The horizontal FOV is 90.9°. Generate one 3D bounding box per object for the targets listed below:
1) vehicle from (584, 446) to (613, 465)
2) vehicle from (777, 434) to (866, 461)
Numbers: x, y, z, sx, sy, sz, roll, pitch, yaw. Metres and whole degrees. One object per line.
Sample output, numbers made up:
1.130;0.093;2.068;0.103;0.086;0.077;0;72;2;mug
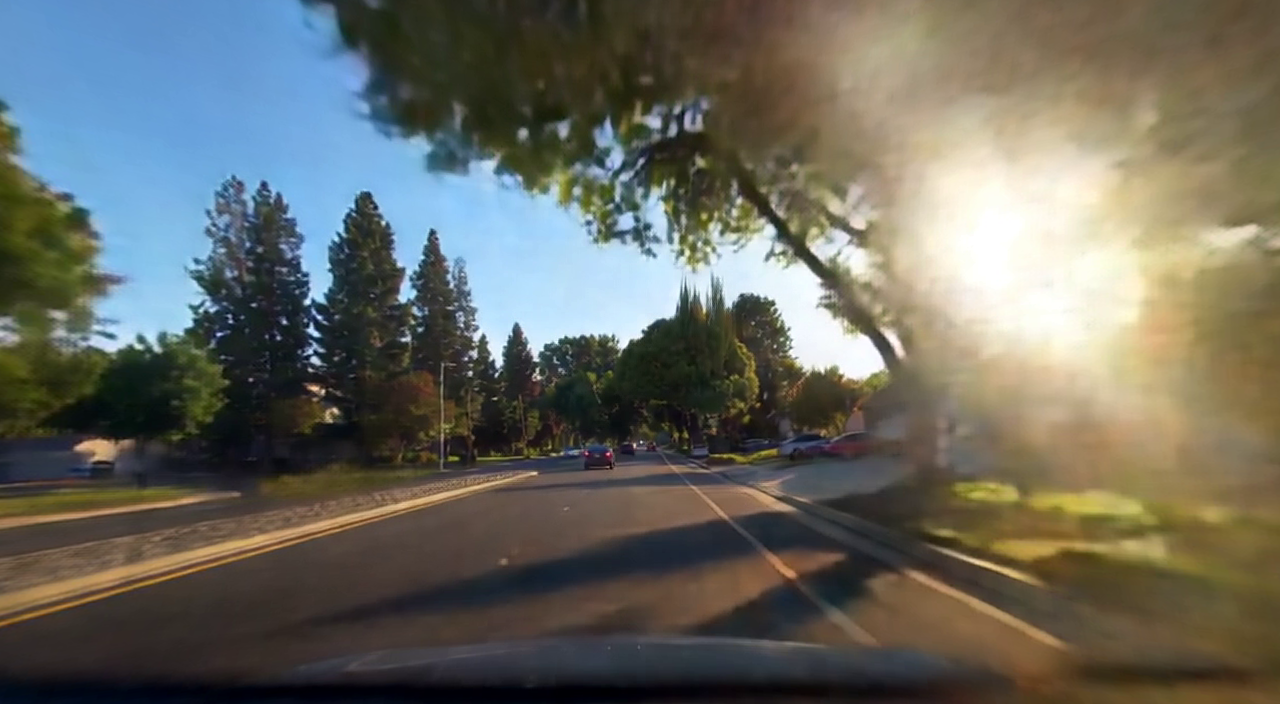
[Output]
-3.173;7.945;48.671;1.973;1.400;3.915;0;-8;0;vehicle
10.653;5.647;37.174;4.606;1.525;1.932;0;-8;0;vehicle
